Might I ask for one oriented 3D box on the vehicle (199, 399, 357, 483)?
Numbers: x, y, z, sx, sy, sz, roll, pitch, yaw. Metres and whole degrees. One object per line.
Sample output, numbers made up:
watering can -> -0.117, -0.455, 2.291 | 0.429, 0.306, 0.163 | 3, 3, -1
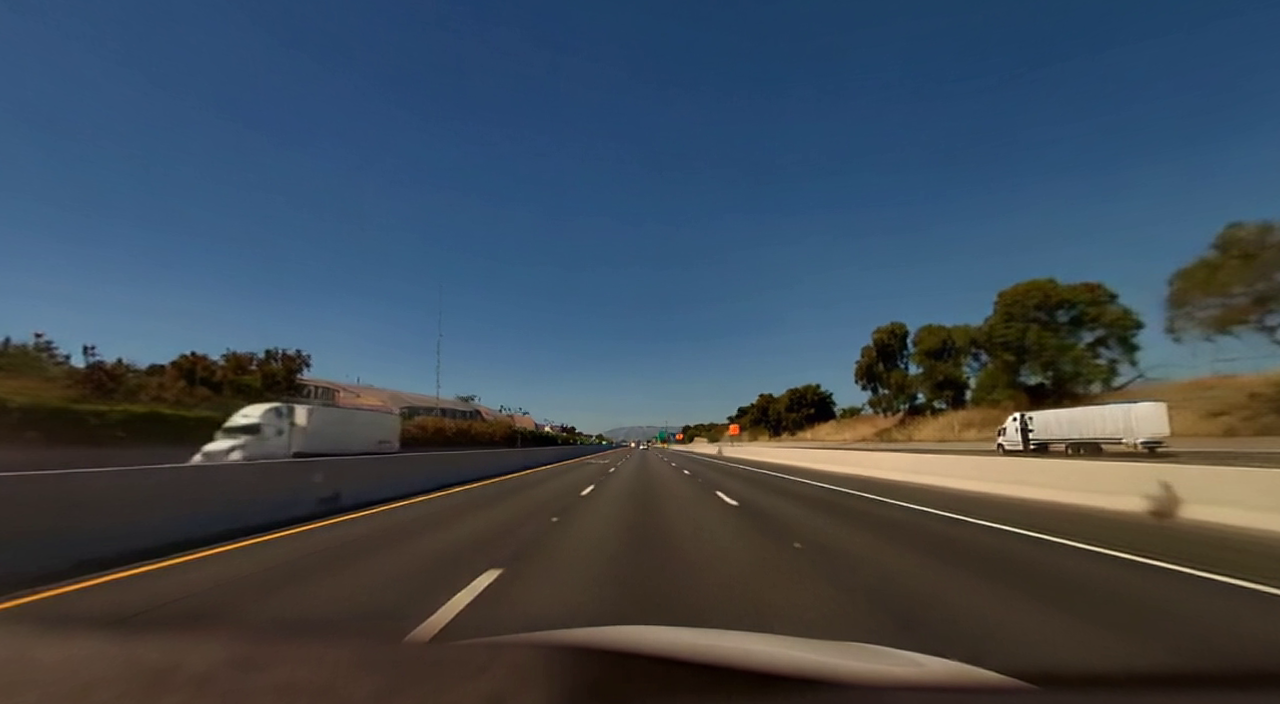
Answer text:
vehicle -> -20.261, 5.141, 36.337 | 2.981, 4.105, 10.065 | 0, -8, 0

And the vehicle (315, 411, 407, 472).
vehicle -> -20.211, 6.608, 46.261 | 2.889, 4.041, 8.073 | 0, -8, 0
